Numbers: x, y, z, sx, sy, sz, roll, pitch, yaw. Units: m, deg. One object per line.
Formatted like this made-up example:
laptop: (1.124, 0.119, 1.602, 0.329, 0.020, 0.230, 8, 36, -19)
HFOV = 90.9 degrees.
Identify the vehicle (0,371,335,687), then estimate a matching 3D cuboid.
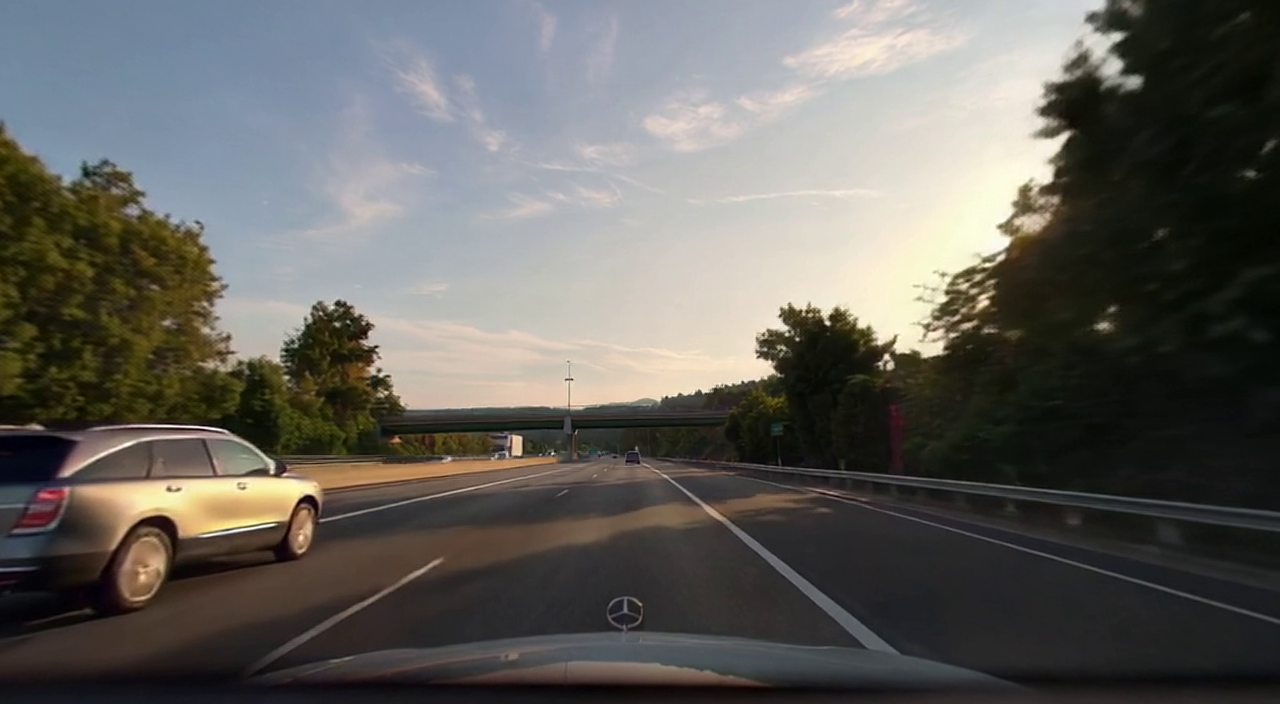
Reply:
vehicle: (-4.699, 1.214, 4.956, 2.221, 1.750, 4.706, 0, -9, 0)
